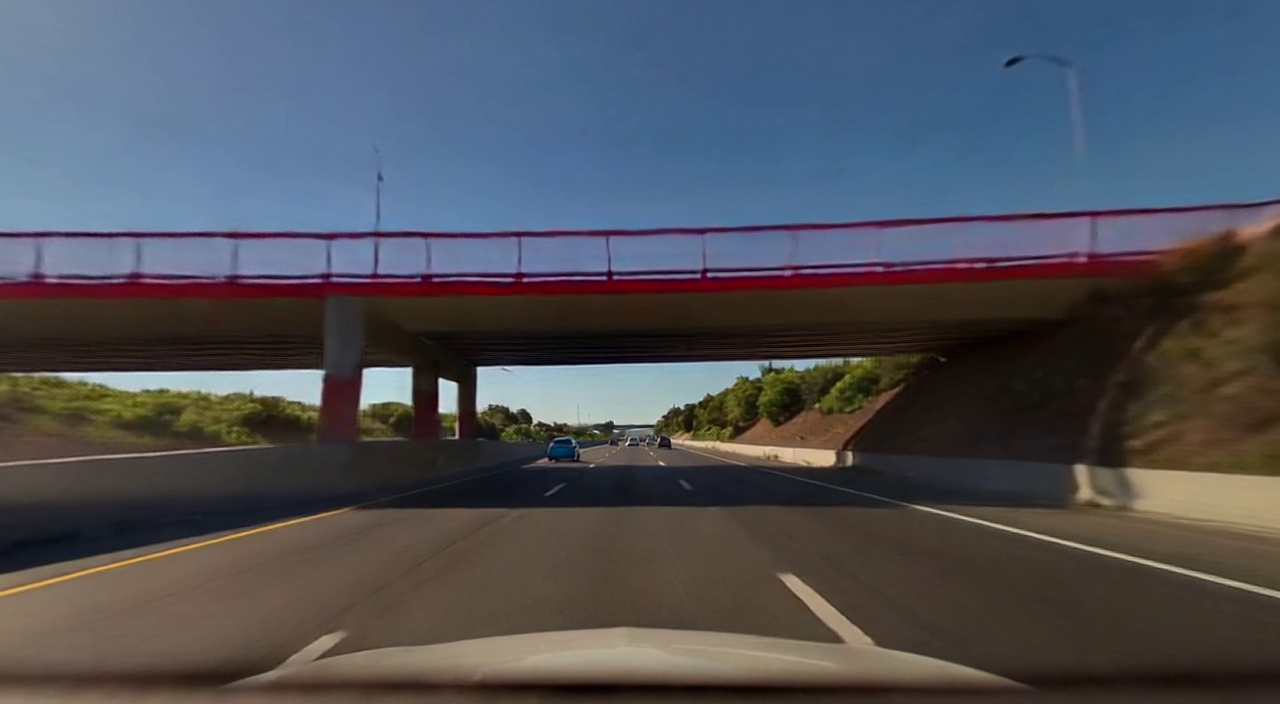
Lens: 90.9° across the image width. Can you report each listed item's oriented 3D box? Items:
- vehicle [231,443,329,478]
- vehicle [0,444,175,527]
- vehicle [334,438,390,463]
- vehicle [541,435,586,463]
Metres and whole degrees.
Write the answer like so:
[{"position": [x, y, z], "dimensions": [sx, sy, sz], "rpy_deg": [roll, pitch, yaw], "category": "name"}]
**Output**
[{"position": [-16.535, 4.967, 29.258], "dimensions": [1.831, 1.427, 4.610], "rpy_deg": [0, -8, 0], "category": "vehicle"}, {"position": [-12.677, 2.724, 13.438], "dimensions": [1.970, 1.473, 4.699], "rpy_deg": [0, -8, -1], "category": "vehicle"}, {"position": [-20.055, 7.127, 45.710], "dimensions": [1.970, 1.703, 4.636], "rpy_deg": [0, -8, -1], "category": "vehicle"}, {"position": [-4.393, 5.640, 36.845], "dimensions": [2.074, 1.535, 4.437], "rpy_deg": [0, -8, 0], "category": "vehicle"}]
